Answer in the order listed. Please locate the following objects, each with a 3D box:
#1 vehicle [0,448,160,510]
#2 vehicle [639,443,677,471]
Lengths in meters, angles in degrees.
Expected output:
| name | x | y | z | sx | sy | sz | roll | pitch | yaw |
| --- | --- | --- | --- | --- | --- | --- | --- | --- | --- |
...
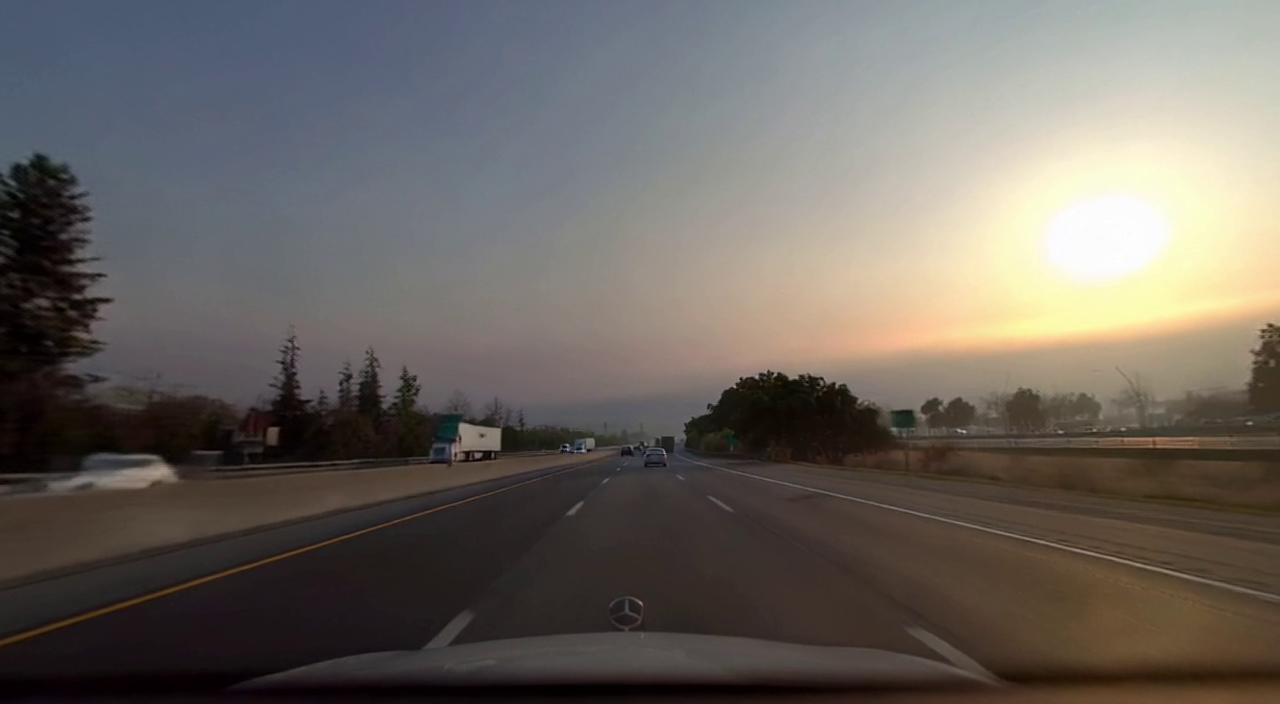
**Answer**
| name | x | y | z | sx | sy | sz | roll | pitch | yaw |
| --- | --- | --- | --- | --- | --- | --- | --- | --- | --- |
| vehicle | -15.675 | 3.400 | 17.331 | 1.798 | 1.466 | 3.951 | 0 | -9 | 0 |
| vehicle | 1.063 | 6.612 | 39.696 | 2.231 | 1.652 | 4.503 | 0 | -9 | -1 |
